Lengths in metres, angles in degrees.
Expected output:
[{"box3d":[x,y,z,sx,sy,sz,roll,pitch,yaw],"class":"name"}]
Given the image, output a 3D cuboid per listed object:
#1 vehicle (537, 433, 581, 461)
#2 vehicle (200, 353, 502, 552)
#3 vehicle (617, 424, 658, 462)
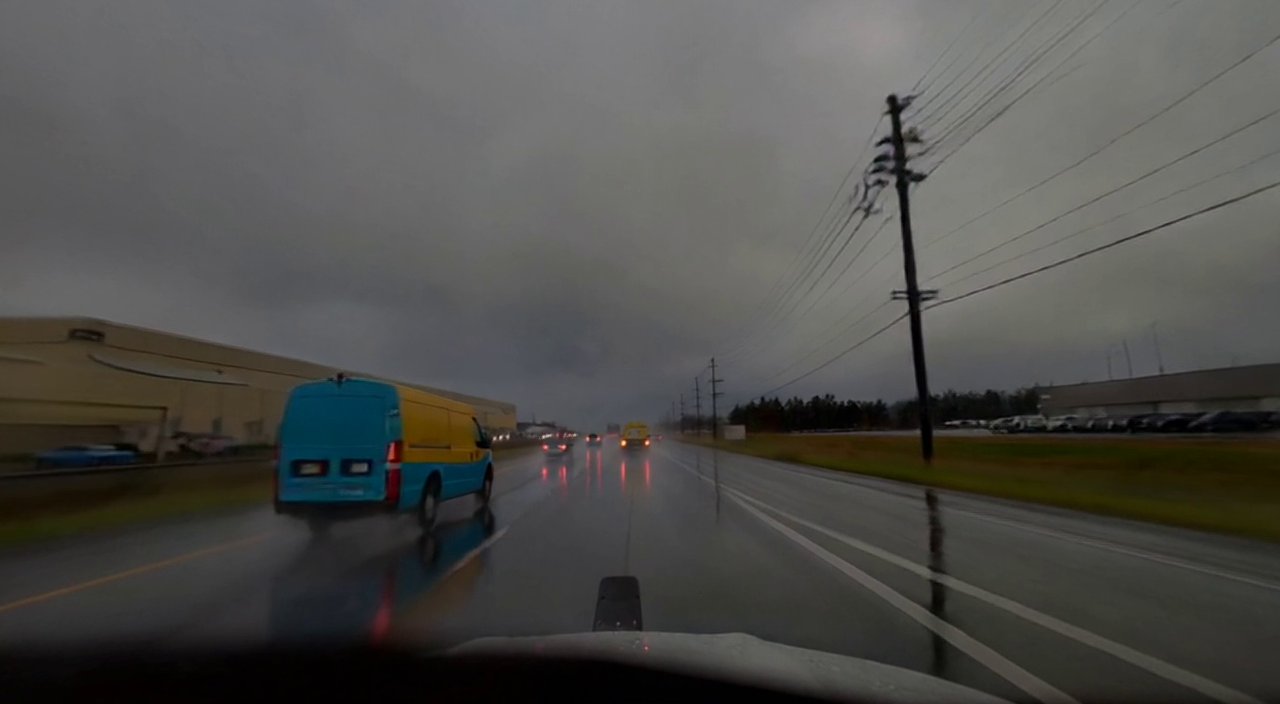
[{"box3d":[-4.653,5.544,36.865,2.058,1.557,4.125,0,-8,0],"class":"vehicle"},{"box3d":[-4.152,1.597,10.622,2.388,2.410,5.787,0,-8,-1],"class":"vehicle"},{"box3d":[-0.170,5.229,36.283,2.213,1.997,4.456,0,-8,-1],"class":"vehicle"}]
